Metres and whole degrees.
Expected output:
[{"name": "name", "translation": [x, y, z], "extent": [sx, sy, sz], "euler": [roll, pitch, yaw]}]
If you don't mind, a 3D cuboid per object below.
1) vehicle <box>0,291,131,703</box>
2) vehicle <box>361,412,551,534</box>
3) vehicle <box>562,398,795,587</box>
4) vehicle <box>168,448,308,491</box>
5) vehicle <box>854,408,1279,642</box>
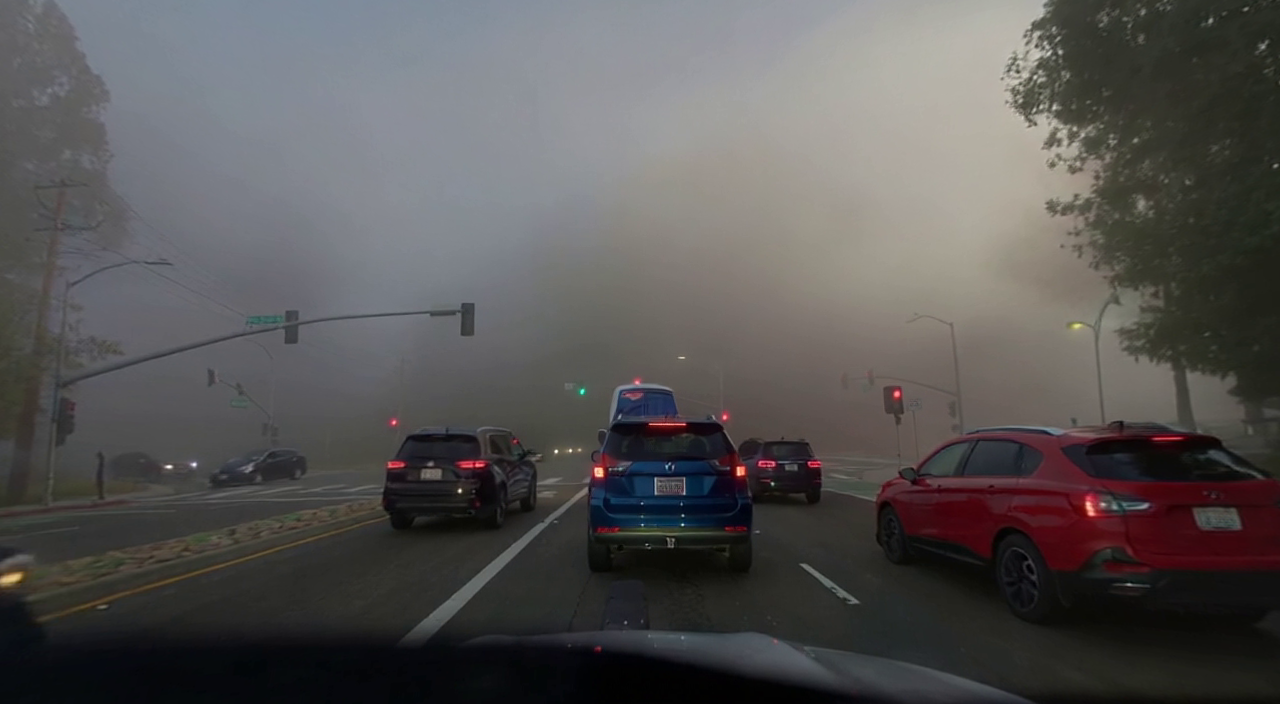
[{"name": "vehicle", "translation": [-3.230, 0.429, 0.102], "extent": [2.209, 1.828, 4.847], "euler": [0, -8, 0]}, {"name": "vehicle", "translation": [-3.122, 2.186, 11.995], "extent": [2.054, 1.814, 4.941], "euler": [0, -8, 1]}, {"name": "vehicle", "translation": [0.374, 1.639, 8.154], "extent": [2.172, 1.764, 4.338], "euler": [0, -8, 1]}, {"name": "vehicle", "translation": [-15.946, 4.625, 25.278], "extent": [1.882, 1.505, 4.379], "euler": [-3, -9, 21]}, {"name": "vehicle", "translation": [3.907, 1.488, 6.421], "extent": [1.954, 1.592, 3.992], "euler": [0, -8, -1]}]
